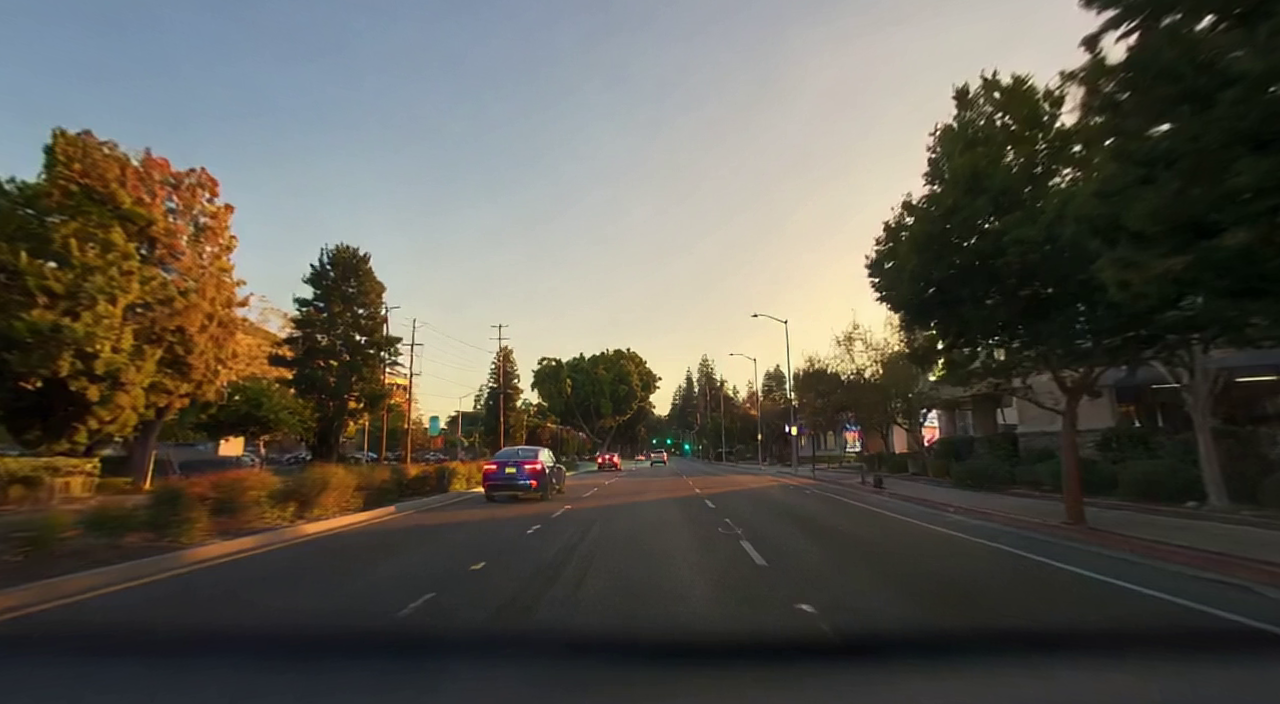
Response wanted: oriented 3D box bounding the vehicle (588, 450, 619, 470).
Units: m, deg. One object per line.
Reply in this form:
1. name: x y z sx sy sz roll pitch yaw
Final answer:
1. vehicle: -2.745 8.267 48.326 2.039 1.479 4.257 0 -9 2

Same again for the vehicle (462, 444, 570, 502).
1. vehicle: -3.380 3.411 18.151 2.076 1.444 4.328 -1 -9 2

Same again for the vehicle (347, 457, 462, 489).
1. vehicle: -7.604 3.945 20.665 2.700 0.905 2.928 0 -9 -2
